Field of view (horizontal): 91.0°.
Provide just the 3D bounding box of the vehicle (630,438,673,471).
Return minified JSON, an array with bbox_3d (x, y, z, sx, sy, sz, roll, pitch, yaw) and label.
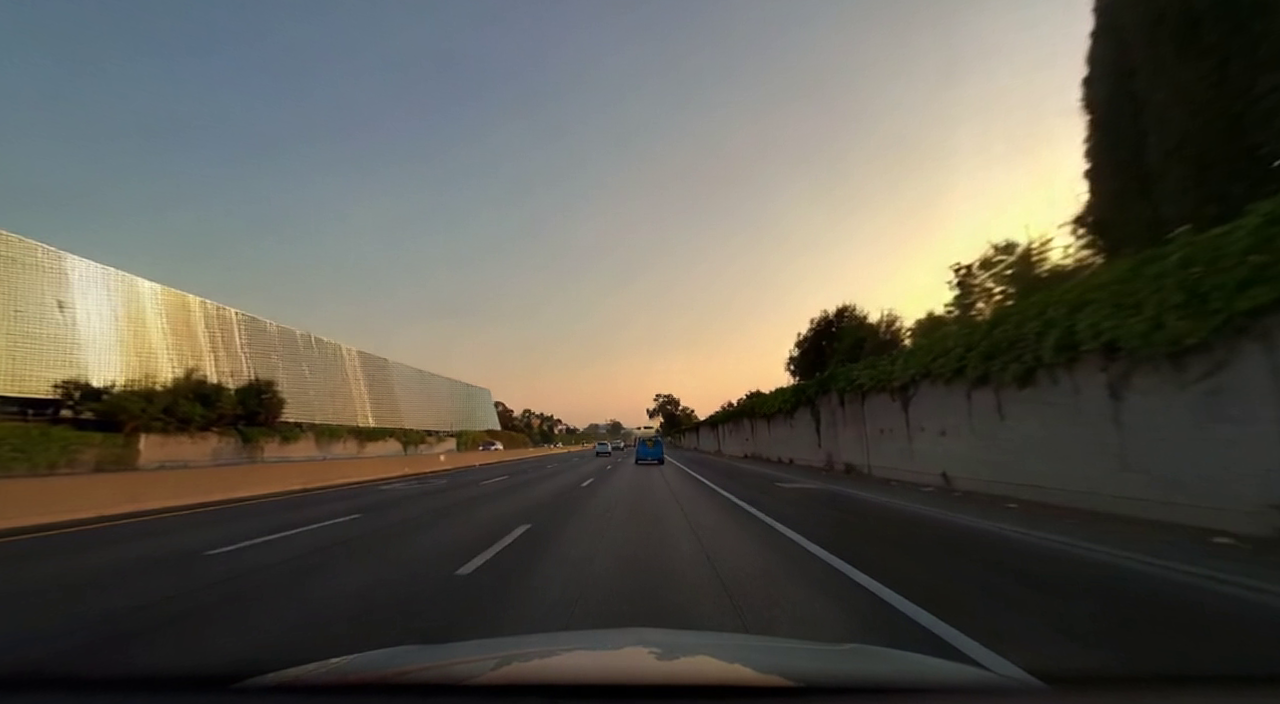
[{"bbox_3d":[0.509,5.016,31.017,1.997,1.484,3.409,0,-8,-1],"label":"vehicle"}]
